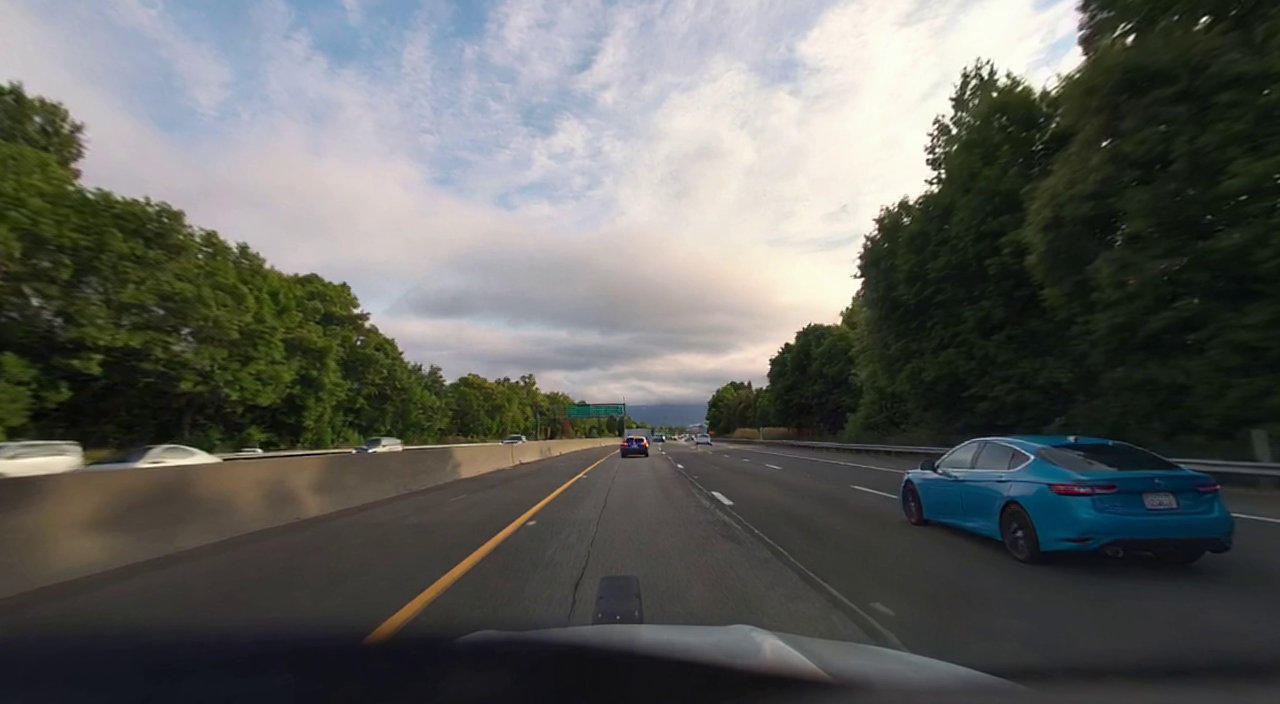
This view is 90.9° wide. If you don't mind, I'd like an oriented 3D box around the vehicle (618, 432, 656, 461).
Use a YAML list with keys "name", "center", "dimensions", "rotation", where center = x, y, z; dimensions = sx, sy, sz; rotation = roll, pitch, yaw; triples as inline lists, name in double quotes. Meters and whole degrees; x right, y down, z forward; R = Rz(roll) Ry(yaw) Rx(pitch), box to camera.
- name: "vehicle"
  center: [-0.154, 5.317, 35.464]
  dimensions: [2.046, 1.526, 3.903]
  rotation: [0, -8, 0]

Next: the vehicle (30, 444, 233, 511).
- name: "vehicle"
  center: [-12.732, 3.104, 16.177]
  dimensions: [1.789, 1.449, 4.061]
  rotation: [0, -8, 0]

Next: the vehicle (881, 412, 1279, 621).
- name: "vehicle"
  center: [4.523, 1.478, 6.776]
  dimensions: [1.981, 1.467, 4.459]
  rotation: [0, -8, -2]

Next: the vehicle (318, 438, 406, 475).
- name: "vehicle"
  center: [-13.054, 4.893, 29.911]
  dimensions: [1.945, 1.594, 4.677]
  rotation: [0, -8, 1]

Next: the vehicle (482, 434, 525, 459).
- name: "vehicle"
  center: [-9.823, 6.848, 45.598]
  dimensions: [2.128, 1.691, 4.589]
  rotation: [0, -8, -1]
